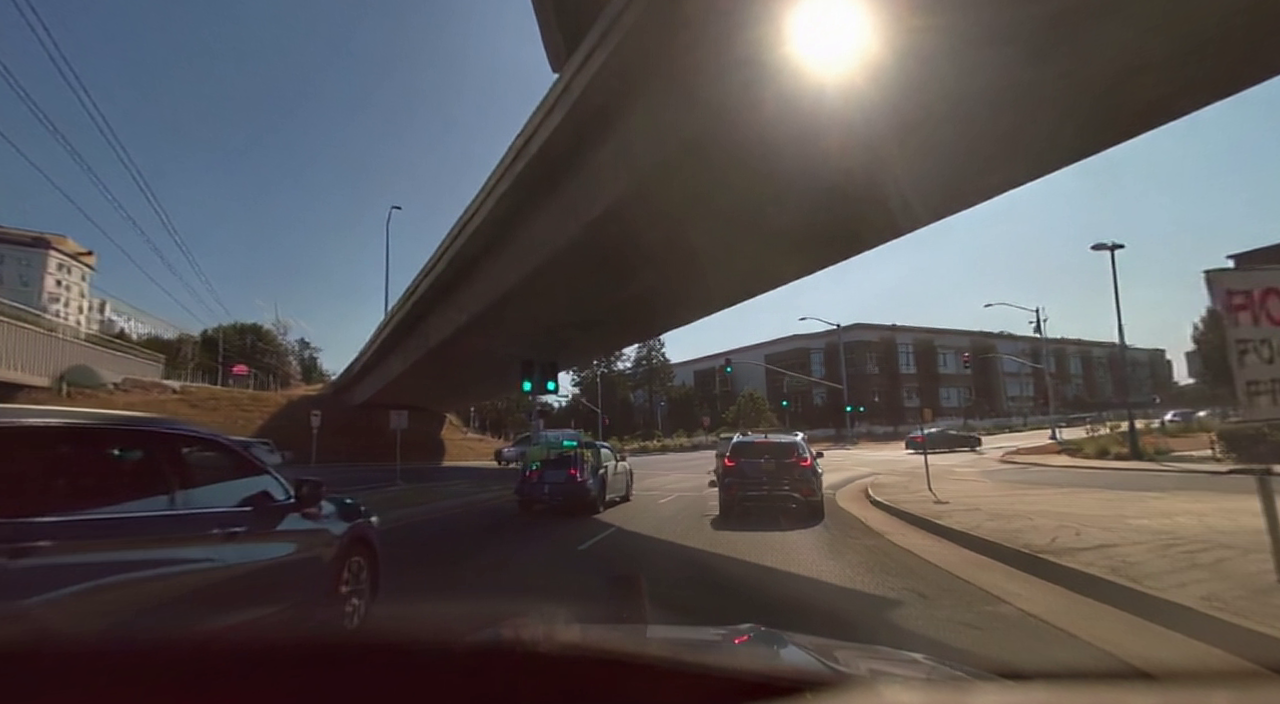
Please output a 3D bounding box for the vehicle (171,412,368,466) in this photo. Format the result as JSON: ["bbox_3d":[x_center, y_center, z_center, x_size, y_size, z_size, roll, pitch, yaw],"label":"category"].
[{"bbox_3d":[-28.370,6.897,49.808,3.136,3.659,13.988,-4,-9,24],"label":"vehicle"}]

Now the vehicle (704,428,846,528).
[{"bbox_3d":[2.509,2.340,12.331,2.195,1.571,4.353,-2,-8,9],"label":"vehicle"}]

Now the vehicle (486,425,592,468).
[{"bbox_3d":[-4.988,4.664,31.093,4.761,1.930,2.175,-5,-10,28],"label":"vehicle"}]

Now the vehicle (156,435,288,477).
[{"bbox_3d":[-19.875,4.943,30.283,4.827,1.885,2.008,3,-9,-22],"label":"vehicle"}]

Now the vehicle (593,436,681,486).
[{"bbox_3d":[0.038,3.721,21.954,2.214,1.519,4.704,-2,-9,10],"label":"vehicle"}]

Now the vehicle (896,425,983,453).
[{"bbox_3d":[18.150,5.292,38.249,4.755,1.623,2.290,4,-9,-28],"label":"vehicle"}]
